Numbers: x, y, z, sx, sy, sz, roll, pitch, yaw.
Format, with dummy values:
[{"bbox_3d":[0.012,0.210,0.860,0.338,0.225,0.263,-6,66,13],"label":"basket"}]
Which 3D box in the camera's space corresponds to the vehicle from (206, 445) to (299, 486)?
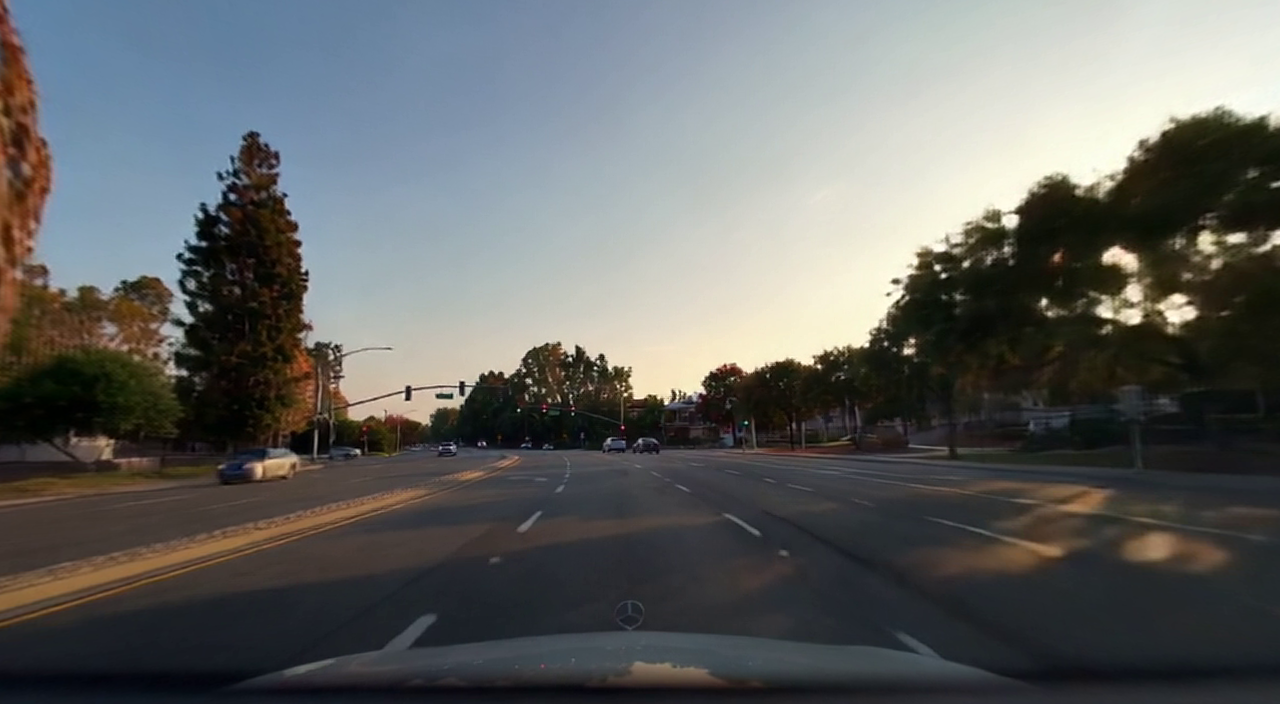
[{"bbox_3d":[-17.851,5.192,29.284,1.939,1.715,4.310,1,-8,-6],"label":"vehicle"}]
